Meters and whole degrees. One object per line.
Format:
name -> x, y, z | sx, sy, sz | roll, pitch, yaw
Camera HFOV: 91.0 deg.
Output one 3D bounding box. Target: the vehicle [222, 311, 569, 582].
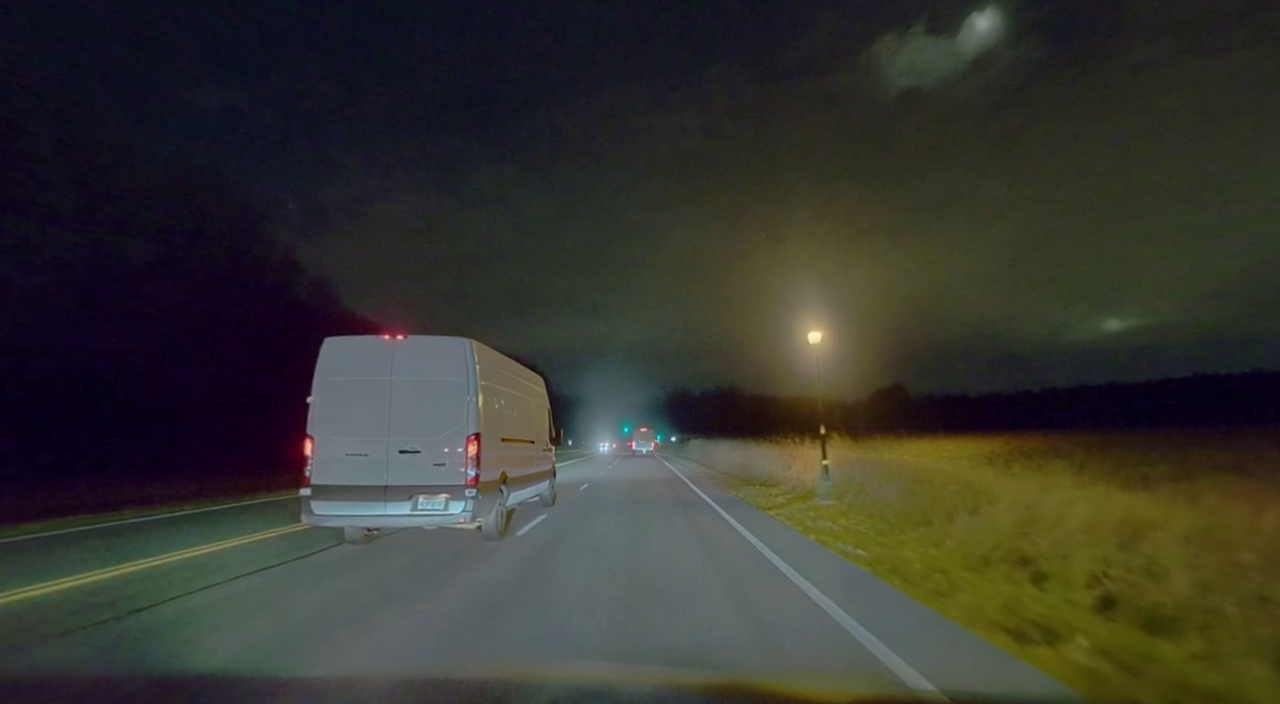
vehicle -> -2.694, 1.314, 9.159 | 2.497, 2.628, 6.016 | 0, -8, 1
